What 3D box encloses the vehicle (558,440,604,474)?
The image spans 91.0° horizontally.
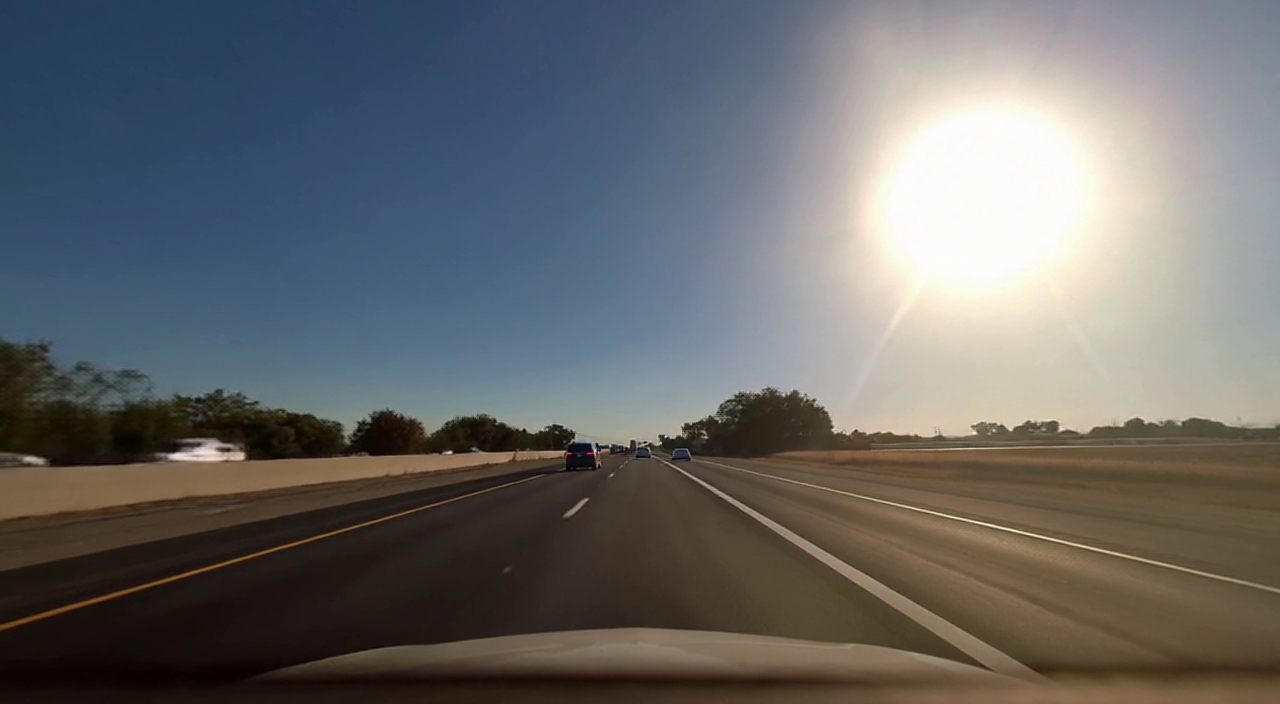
[{"bbox_3d":[-3.128,5.681,34.310,2.070,1.707,4.309,0,-9,1],"label":"vehicle"}]

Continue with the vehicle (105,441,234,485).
[{"bbox_3d":[-24.600,5.800,33.314,2.249,2.109,5.818,0,-9,0],"label":"vehicle"}]
